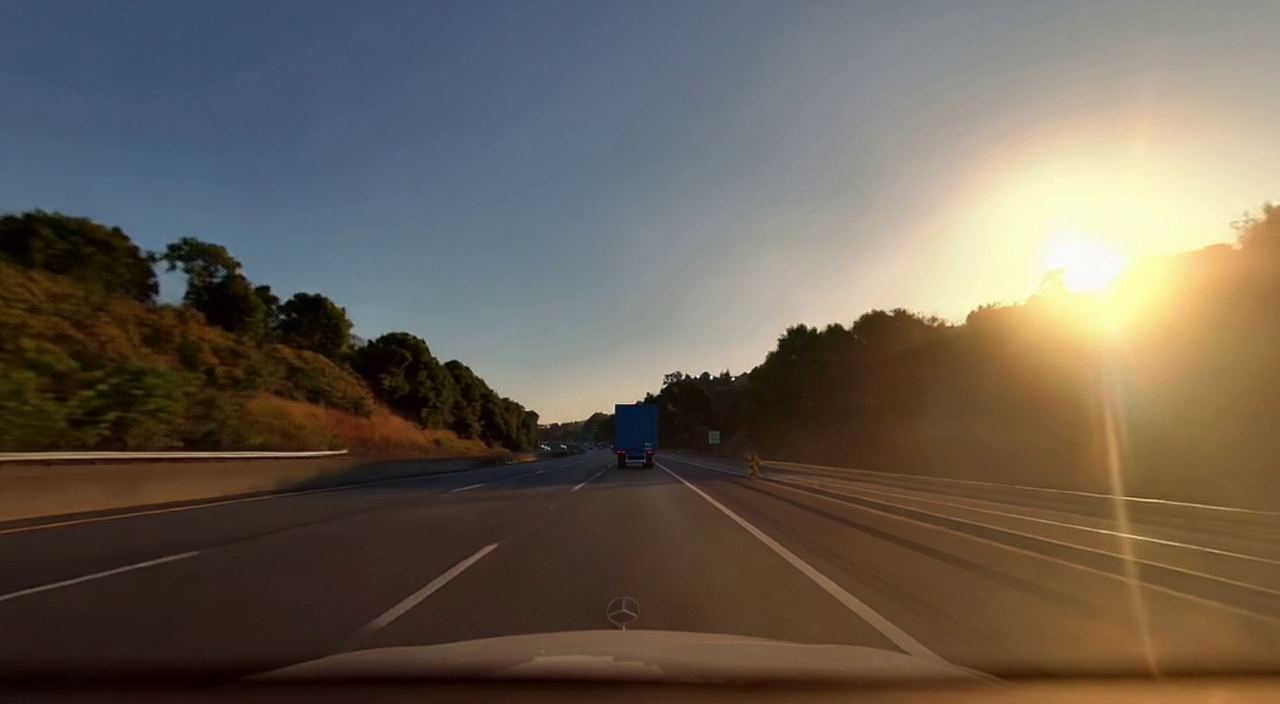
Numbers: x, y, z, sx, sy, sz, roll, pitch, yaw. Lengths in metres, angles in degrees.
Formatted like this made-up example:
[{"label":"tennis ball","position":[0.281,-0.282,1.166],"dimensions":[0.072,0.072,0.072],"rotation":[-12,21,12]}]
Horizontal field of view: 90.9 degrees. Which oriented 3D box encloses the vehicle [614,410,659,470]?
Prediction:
[{"label":"vehicle","position":[-0.313,6.672,47.393],"dimensions":[2.982,3.947,11.075],"rotation":[0,-9,-1]}]
